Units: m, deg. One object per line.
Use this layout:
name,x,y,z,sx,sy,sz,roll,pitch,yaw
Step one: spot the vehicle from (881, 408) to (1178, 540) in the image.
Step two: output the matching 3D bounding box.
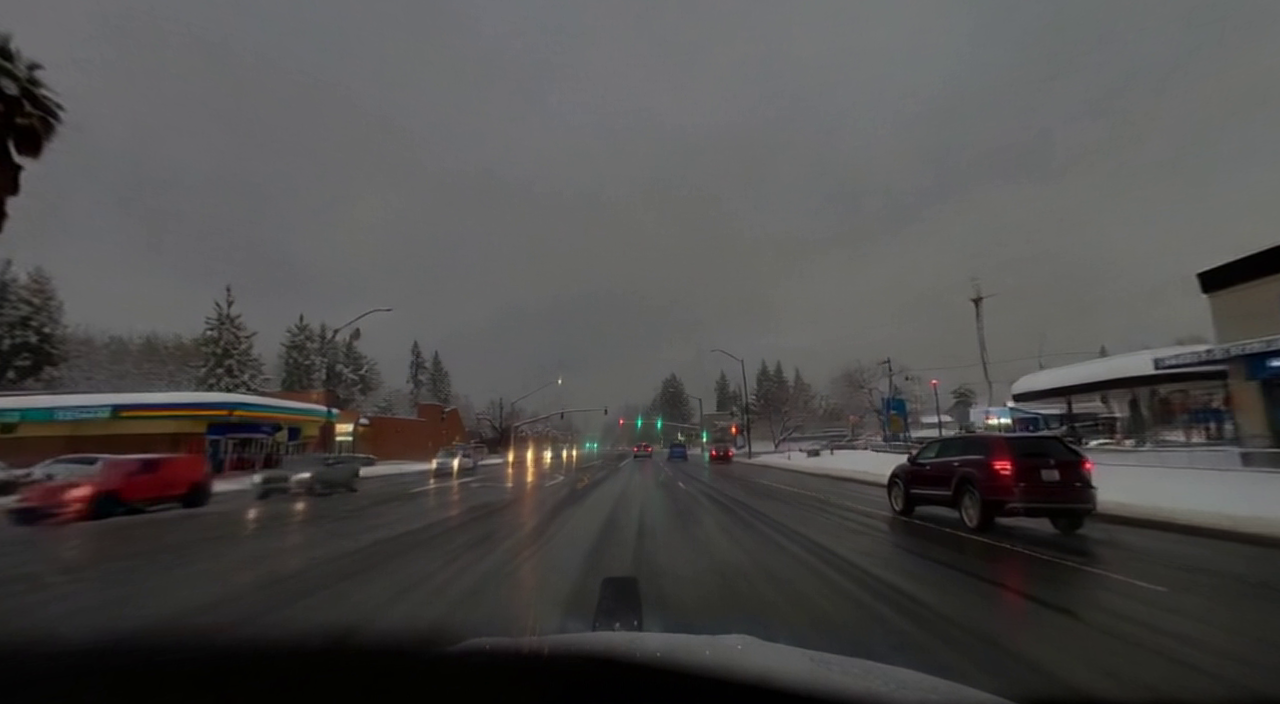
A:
vehicle,6.352,2.066,11.275,2.066,1.807,4.893,0,-9,-1

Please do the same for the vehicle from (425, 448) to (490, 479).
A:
vehicle,-9.419,5.754,33.050,1.931,1.479,4.555,-1,-9,1

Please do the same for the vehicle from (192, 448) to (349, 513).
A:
vehicle,-9.246,3.204,16.228,1.806,1.444,3.606,-1,-9,1

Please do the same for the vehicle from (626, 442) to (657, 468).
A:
vehicle,0.107,7.398,45.581,2.177,1.754,3.815,0,-9,0

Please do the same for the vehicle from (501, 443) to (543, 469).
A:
vehicle,-9.043,8.006,48.899,2.169,1.910,4.745,-1,-9,2

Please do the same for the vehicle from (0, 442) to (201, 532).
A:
vehicle,-12.699,2.963,14.535,2.082,1.720,4.316,0,-9,0
